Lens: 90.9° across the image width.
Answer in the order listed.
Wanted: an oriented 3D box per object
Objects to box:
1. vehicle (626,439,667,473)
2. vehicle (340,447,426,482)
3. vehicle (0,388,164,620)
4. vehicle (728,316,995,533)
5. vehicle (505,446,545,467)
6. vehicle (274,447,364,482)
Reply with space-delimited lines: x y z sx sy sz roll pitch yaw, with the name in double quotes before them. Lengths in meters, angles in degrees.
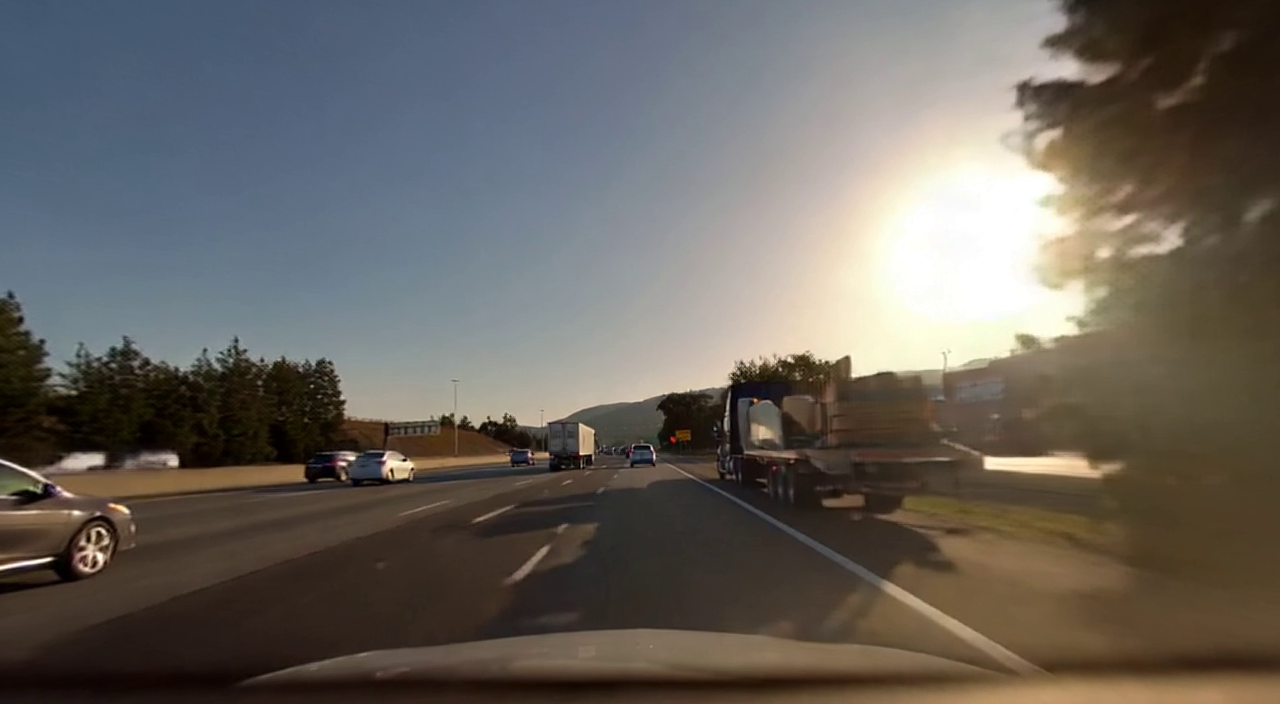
"vehicle" 0.375 6.003 36.701 2.227 1.794 4.646 0 -8 1
"vehicle" -12.084 5.310 30.037 1.928 1.480 4.823 -1 -8 2
"vehicle" -6.130 1.084 4.201 2.200 1.793 4.586 0 -8 2
"vehicle" 4.794 2.159 17.300 2.801 3.732 11.836 -4 -9 0
"vehicle" -8.570 7.841 47.358 1.929 1.477 4.746 -1 -8 2
"vehicle" -15.737 5.499 31.201 1.885 1.591 4.599 -1 -8 2
